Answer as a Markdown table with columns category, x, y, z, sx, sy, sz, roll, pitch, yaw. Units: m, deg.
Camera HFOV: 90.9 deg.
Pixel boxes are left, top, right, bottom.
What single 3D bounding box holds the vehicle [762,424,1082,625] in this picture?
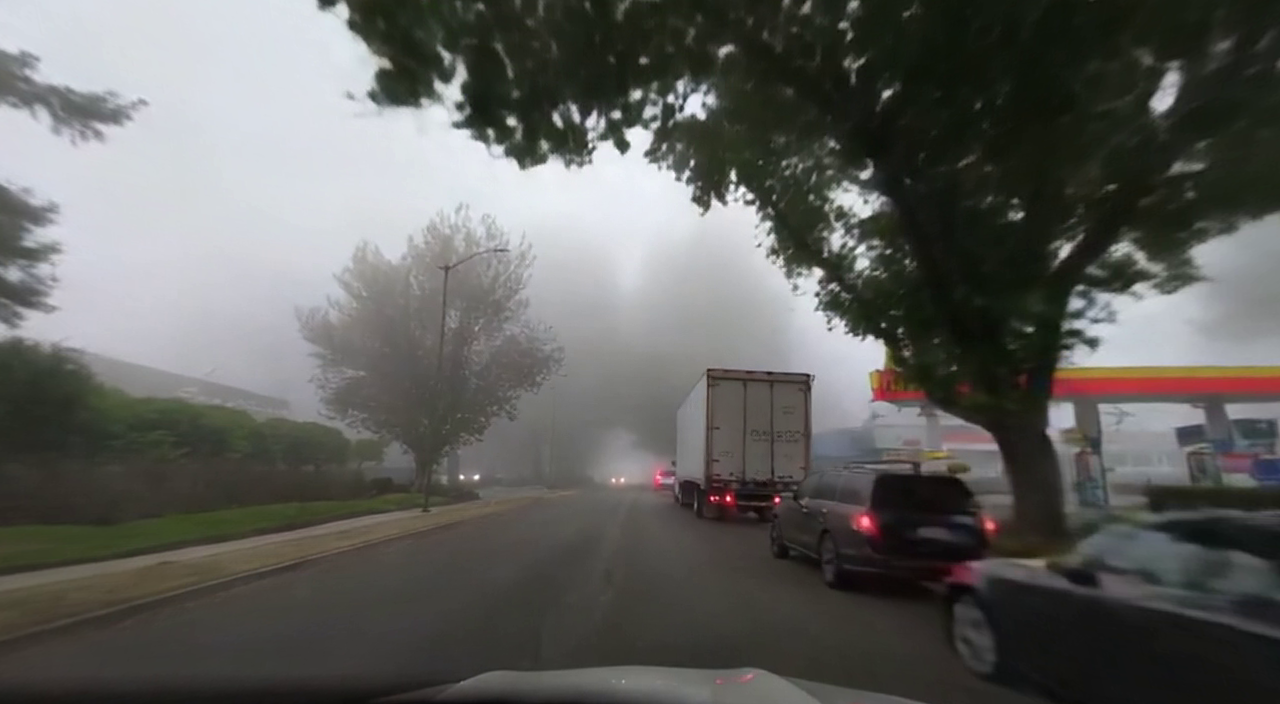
| category | x | y | z | sx | sy | sz | roll | pitch | yaw |
| --- | --- | --- | --- | --- | --- | --- | --- | --- | --- |
| vehicle | 3.179 | 2.089 | 8.388 | 2.050 | 1.906 | 4.374 | 1 | -11 | -2 |

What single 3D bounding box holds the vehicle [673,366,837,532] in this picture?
| category | x | y | z | sx | sy | sz | roll | pitch | yaw |
| --- | --- | --- | --- | --- | --- | --- | --- | --- | --- |
| vehicle | 3.218 | 3.678 | 22.743 | 2.990 | 4.098 | 13.928 | 1 | -11 | -1 |

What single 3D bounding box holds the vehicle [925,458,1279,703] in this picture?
| category | x | y | z | sx | sy | sz | roll | pitch | yaw |
| --- | --- | --- | --- | --- | --- | --- | --- | --- | --- |
| vehicle | 3.240 | 1.304 | 3.066 | 1.844 | 1.498 | 3.898 | 1 | -11 | 0 |
